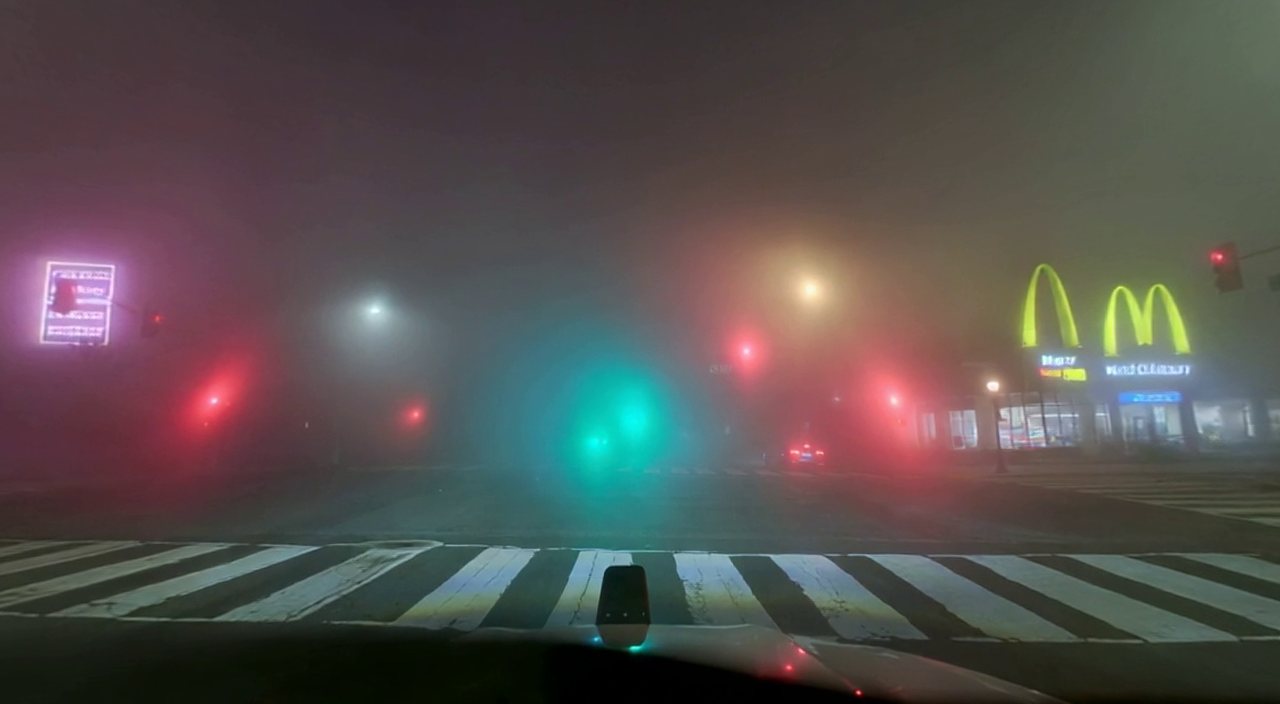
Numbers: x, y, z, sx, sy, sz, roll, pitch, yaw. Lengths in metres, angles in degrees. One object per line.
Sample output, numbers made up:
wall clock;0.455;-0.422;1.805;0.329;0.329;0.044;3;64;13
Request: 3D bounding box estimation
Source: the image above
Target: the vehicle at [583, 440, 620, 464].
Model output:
vehicle;-2.511;6.635;41.933;2.104;1.468;4.195;0;-8;1
